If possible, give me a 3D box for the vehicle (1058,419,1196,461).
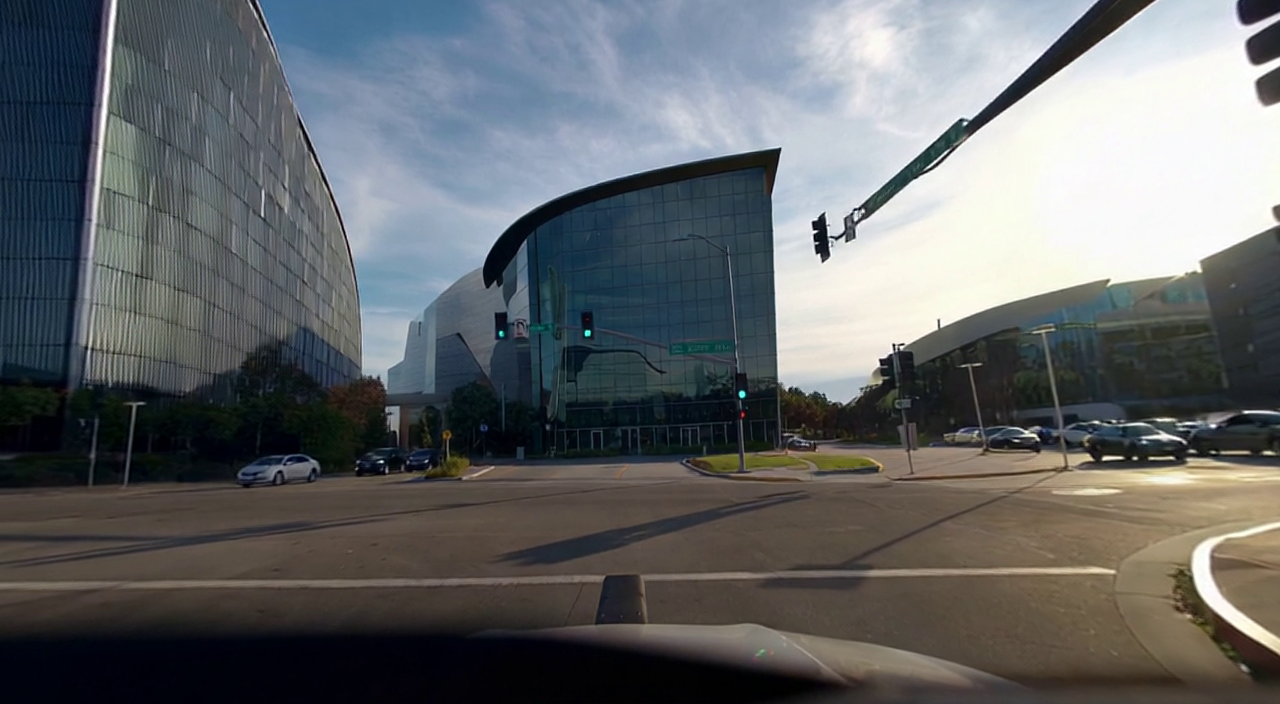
[{"bbox_3d":[19.079,3.509,24.975,1.834,1.480,4.458,1,-9,-1],"label":"vehicle"}]

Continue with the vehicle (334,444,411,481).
[{"bbox_3d":[-14.866,6.136,35.369,2.091,1.915,5.040,0,-9,0],"label":"vehicle"}]

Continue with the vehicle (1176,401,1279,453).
[{"bbox_3d":[24.391,2.993,24.713,2.109,1.836,5.080,-2,-10,-1],"label":"vehicle"}]

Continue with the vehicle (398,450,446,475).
[{"bbox_3d":[-15.152,7.649,43.957,1.932,1.605,4.146,0,-9,-1],"label":"vehicle"}]

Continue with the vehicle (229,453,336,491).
[{"bbox_3d":[-14.892,4.989,26.547,1.790,1.437,4.349,0,-9,2],"label":"vehicle"}]
